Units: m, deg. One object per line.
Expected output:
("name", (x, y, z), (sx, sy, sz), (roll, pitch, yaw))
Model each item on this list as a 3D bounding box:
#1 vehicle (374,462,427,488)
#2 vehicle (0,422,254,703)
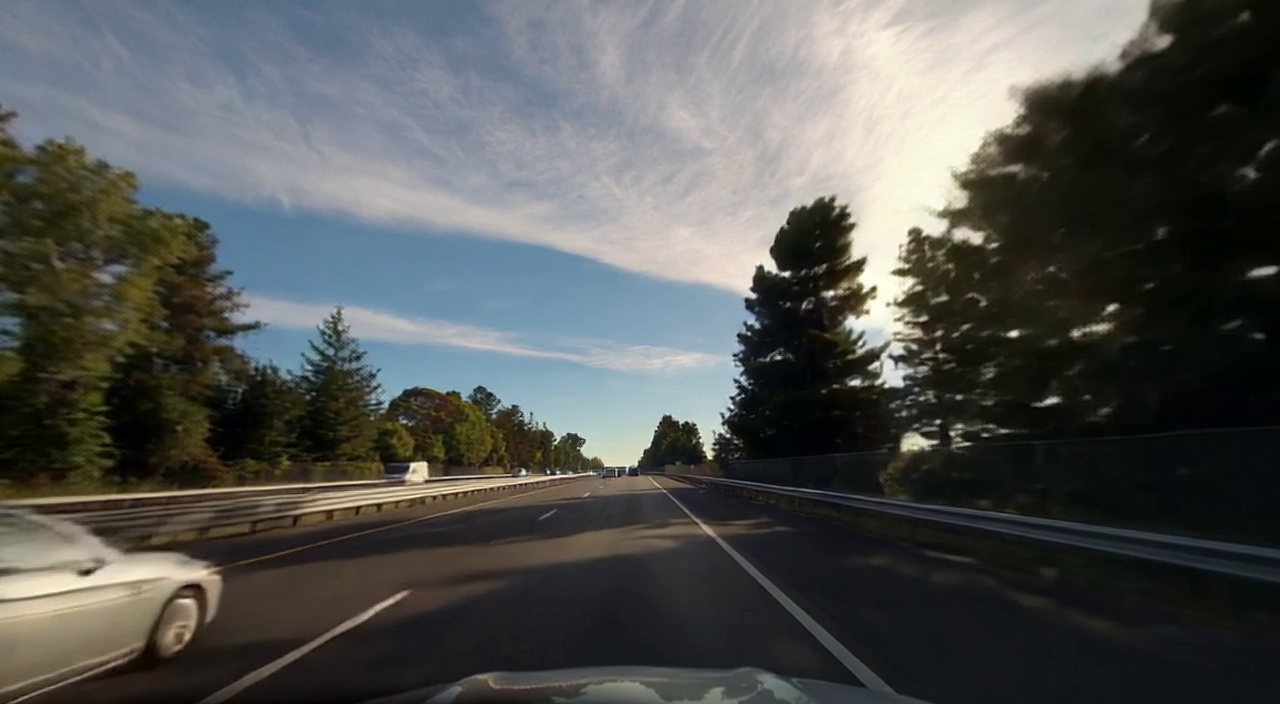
("vehicle", (-17.439, 8.975, 46.099), (2.064, 1.799, 4.717), (1, -10, -1))
("vehicle", (-3.850, 0.872, 1.918), (2.146, 1.441, 5.020), (1, -10, 0))
